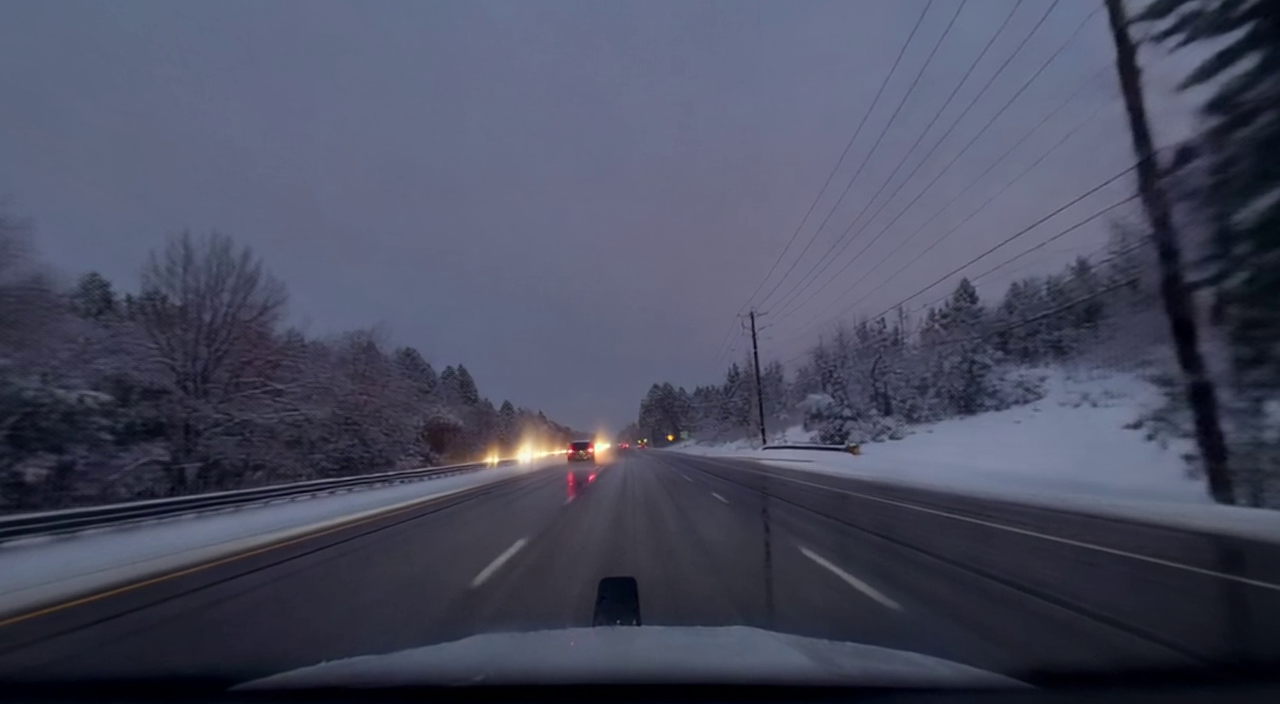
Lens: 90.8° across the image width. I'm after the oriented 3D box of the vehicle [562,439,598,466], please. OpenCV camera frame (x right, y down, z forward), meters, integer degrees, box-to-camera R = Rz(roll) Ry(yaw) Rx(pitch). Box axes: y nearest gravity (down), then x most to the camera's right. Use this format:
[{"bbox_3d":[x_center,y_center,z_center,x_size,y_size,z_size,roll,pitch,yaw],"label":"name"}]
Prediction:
[{"bbox_3d":[-4.292,7.341,46.272,2.130,1.823,4.761,0,-8,0],"label":"vehicle"}]
